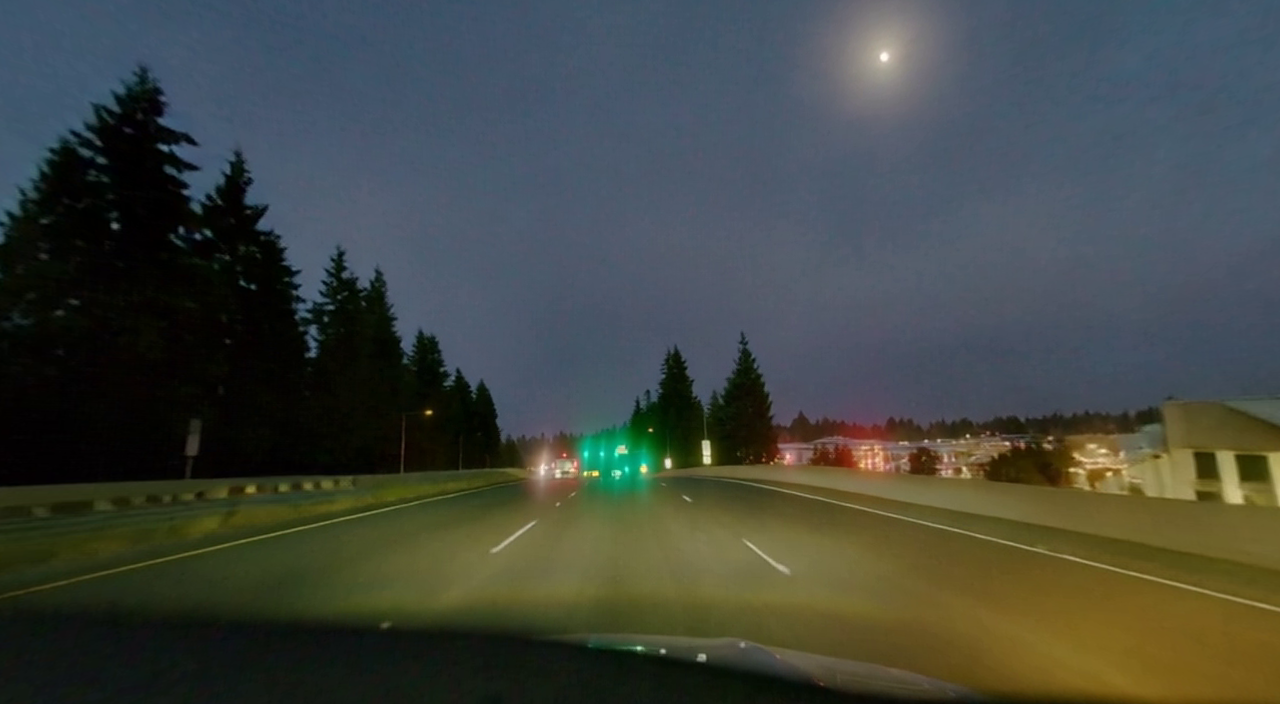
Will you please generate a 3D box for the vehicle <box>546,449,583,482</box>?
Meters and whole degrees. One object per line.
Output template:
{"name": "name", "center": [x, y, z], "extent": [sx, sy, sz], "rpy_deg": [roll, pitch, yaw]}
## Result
{"name": "vehicle", "center": [-5.559, 8.418, 47.168], "extent": [2.323, 2.252, 4.808], "rpy_deg": [0, -9, -2]}
